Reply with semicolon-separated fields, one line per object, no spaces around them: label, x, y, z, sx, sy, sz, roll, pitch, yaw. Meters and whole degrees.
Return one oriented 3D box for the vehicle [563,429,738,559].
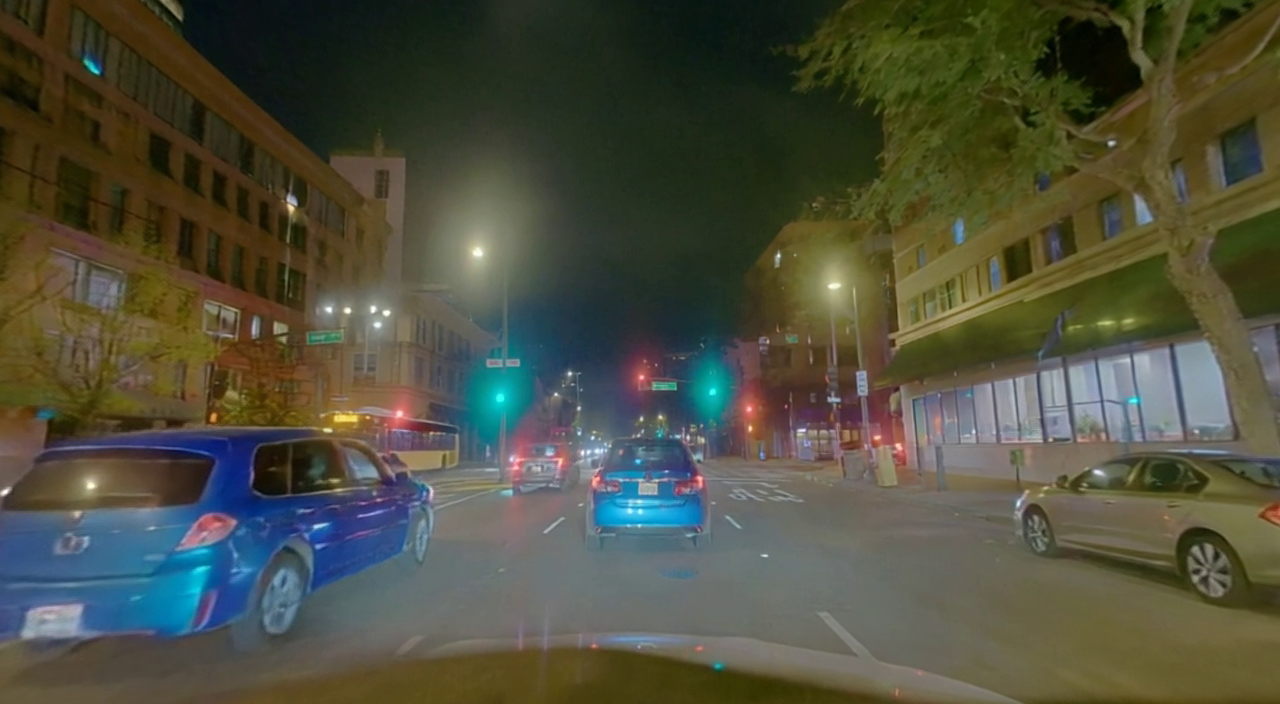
vehicle;0.088;1.914;9.131;2.022;1.481;3.564;0;-9;-1

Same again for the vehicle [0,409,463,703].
vehicle;-3.115;1.366;5.261;1.970;1.492;4.534;0;-9;0

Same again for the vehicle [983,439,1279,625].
vehicle;5.984;1.710;6.895;1.873;1.453;4.579;0;-9;0

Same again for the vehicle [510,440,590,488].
vehicle;-3.009;3.847;22.027;2.131;1.486;4.089;0;-9;1

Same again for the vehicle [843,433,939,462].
vehicle;16.445;6.283;41.502;5.345;1.811;2.175;0;-9;-1
